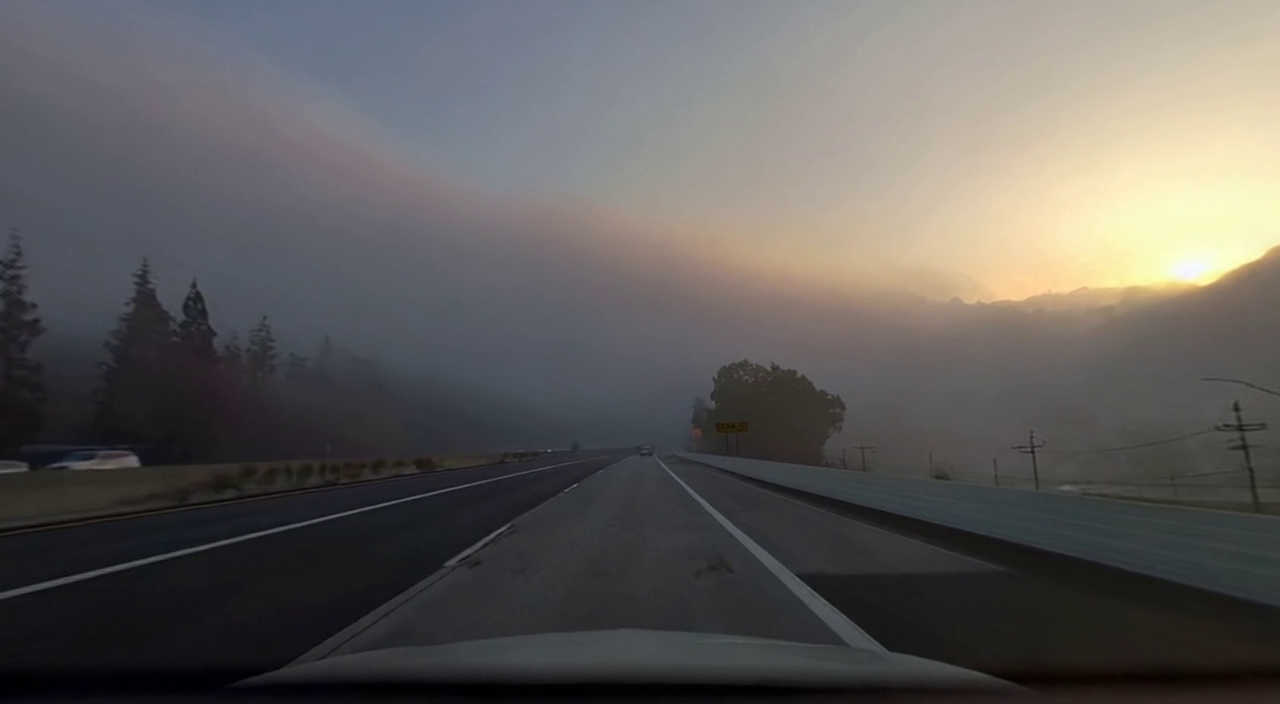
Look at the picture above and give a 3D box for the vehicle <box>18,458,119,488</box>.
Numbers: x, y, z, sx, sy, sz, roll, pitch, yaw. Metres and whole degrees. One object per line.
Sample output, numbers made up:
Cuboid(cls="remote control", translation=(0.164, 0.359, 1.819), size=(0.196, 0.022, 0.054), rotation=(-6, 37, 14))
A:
Cuboid(cls="vehicle", translation=(-35.957, 7.607, 39.781), size=(1.983, 1.693, 4.596), rotation=(0, -9, 1))
